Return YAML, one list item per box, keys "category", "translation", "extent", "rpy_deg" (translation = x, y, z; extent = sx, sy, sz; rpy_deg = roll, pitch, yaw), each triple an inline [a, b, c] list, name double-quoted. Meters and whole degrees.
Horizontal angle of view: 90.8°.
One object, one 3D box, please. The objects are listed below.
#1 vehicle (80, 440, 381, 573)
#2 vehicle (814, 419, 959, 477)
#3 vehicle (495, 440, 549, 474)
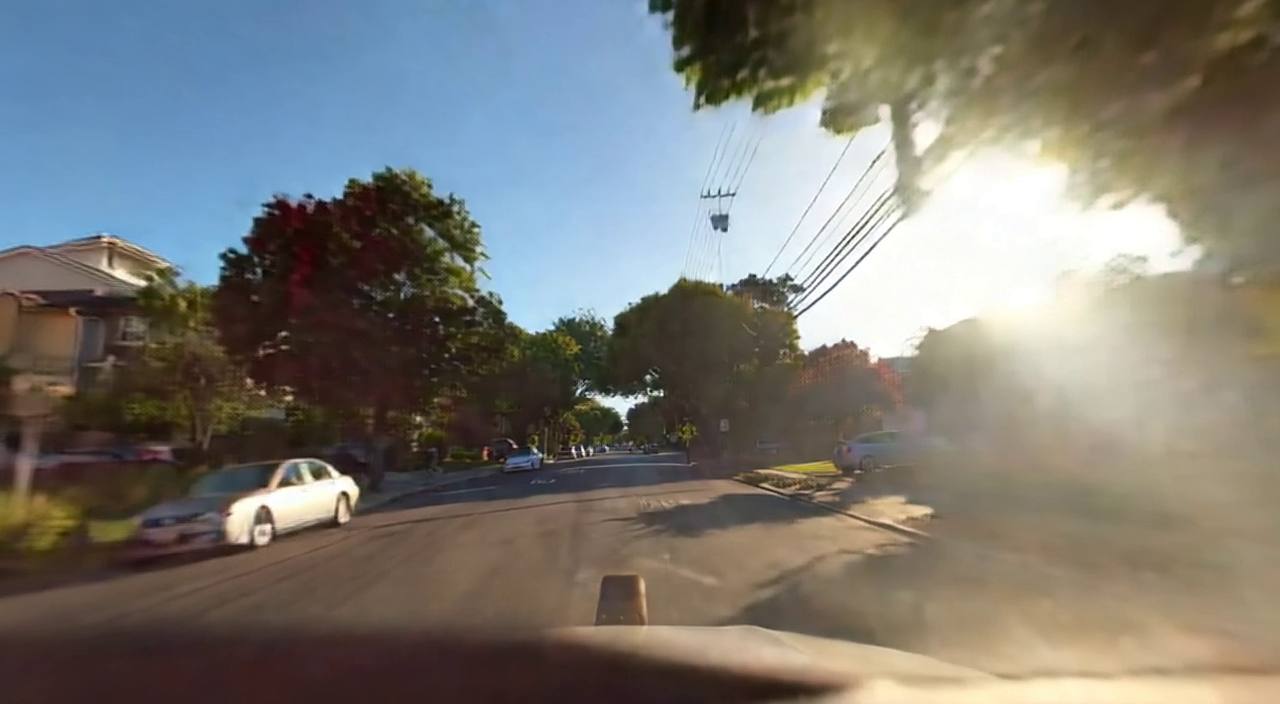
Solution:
- category: "vehicle"
  translation: [-6.294, 2.346, 10.578]
  extent: [2.022, 1.550, 4.669]
  rpy_deg: [-4, -8, -1]
- category: "vehicle"
  translation: [9.790, 3.830, 25.375]
  extent: [4.822, 1.864, 2.100]
  rpy_deg: [-4, -8, -5]
- category: "vehicle"
  translation: [-6.808, 6.109, 36.973]
  extent: [2.162, 1.757, 5.201]
  rpy_deg: [-2, -8, 0]
